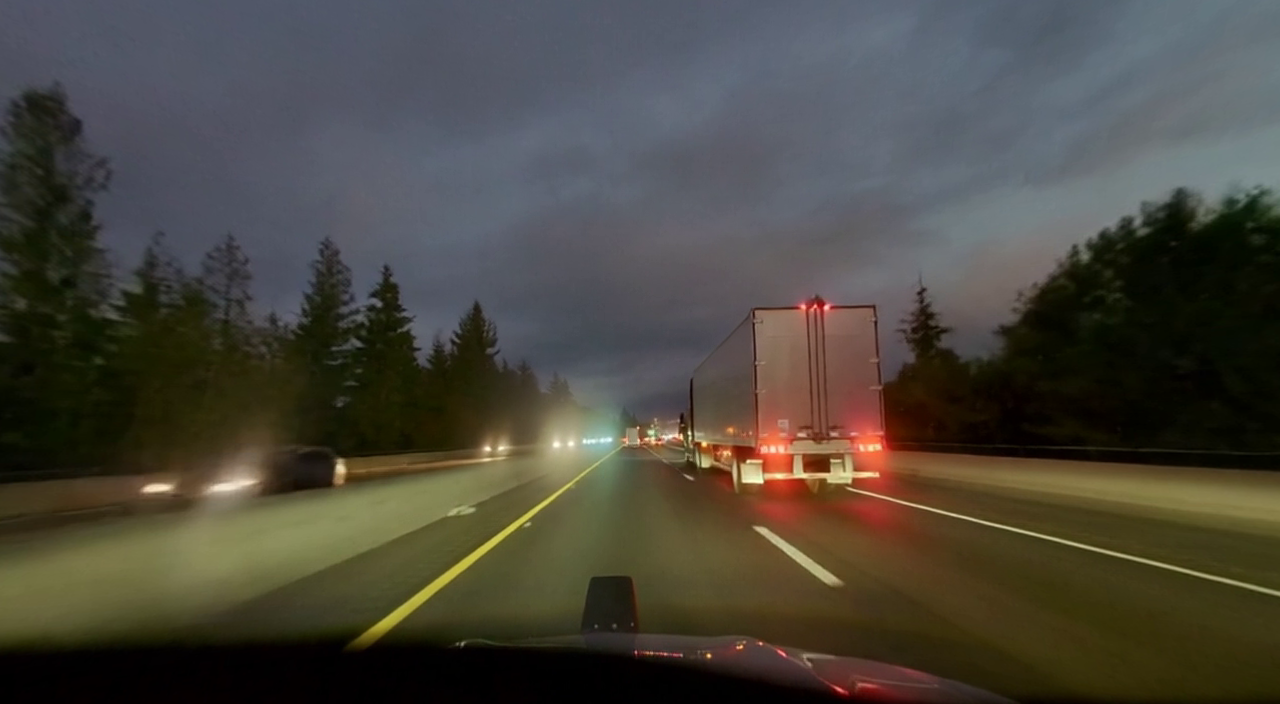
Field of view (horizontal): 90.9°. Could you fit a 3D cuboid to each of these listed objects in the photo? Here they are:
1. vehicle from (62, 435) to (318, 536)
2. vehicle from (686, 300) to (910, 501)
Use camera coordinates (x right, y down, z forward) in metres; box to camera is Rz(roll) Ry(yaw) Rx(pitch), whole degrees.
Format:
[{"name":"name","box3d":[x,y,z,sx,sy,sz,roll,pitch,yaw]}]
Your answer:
[{"name":"vehicle","box3d":[-8.029,2.343,11.825,1.930,1.542,3.943,0,-7,-1]},{"name":"vehicle","box3d":[3.605,1.856,19.370,3.038,3.975,13.887,0,-8,-1]}]
